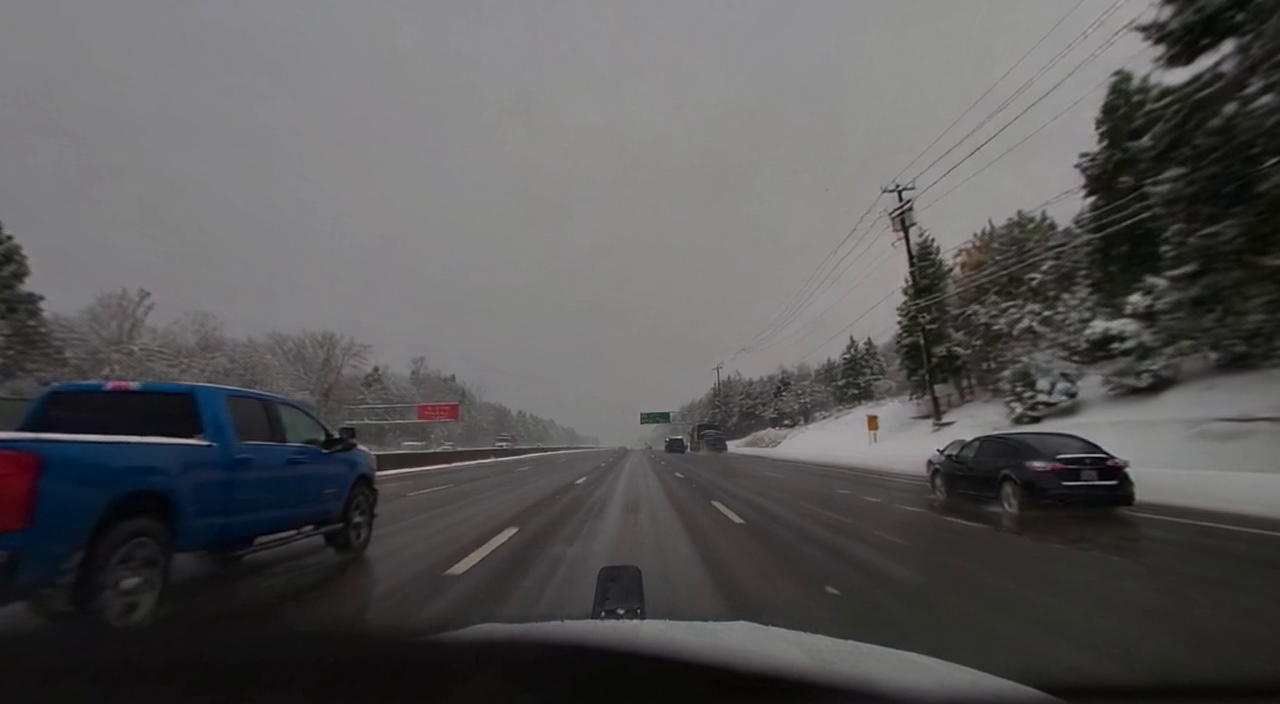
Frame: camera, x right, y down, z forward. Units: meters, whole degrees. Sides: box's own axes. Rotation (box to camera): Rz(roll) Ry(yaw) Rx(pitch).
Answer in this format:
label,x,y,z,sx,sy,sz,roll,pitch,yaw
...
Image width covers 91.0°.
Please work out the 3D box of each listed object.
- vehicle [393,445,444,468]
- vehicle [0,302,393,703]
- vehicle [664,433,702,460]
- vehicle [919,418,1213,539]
label,x,y,z,sx,sy,sz,roll,pitch,yaw
vehicle,-14.790,6.960,42.229,1.857,1.461,4.195,0,-8,1
vehicle,-4.485,1.033,4.976,2.508,2.023,6.176,0,-8,0
vehicle,3.329,7.458,49.616,2.484,2.024,5.265,0,-8,-1
vehicle,6.872,2.067,10.935,1.976,1.646,4.370,0,-8,-1
